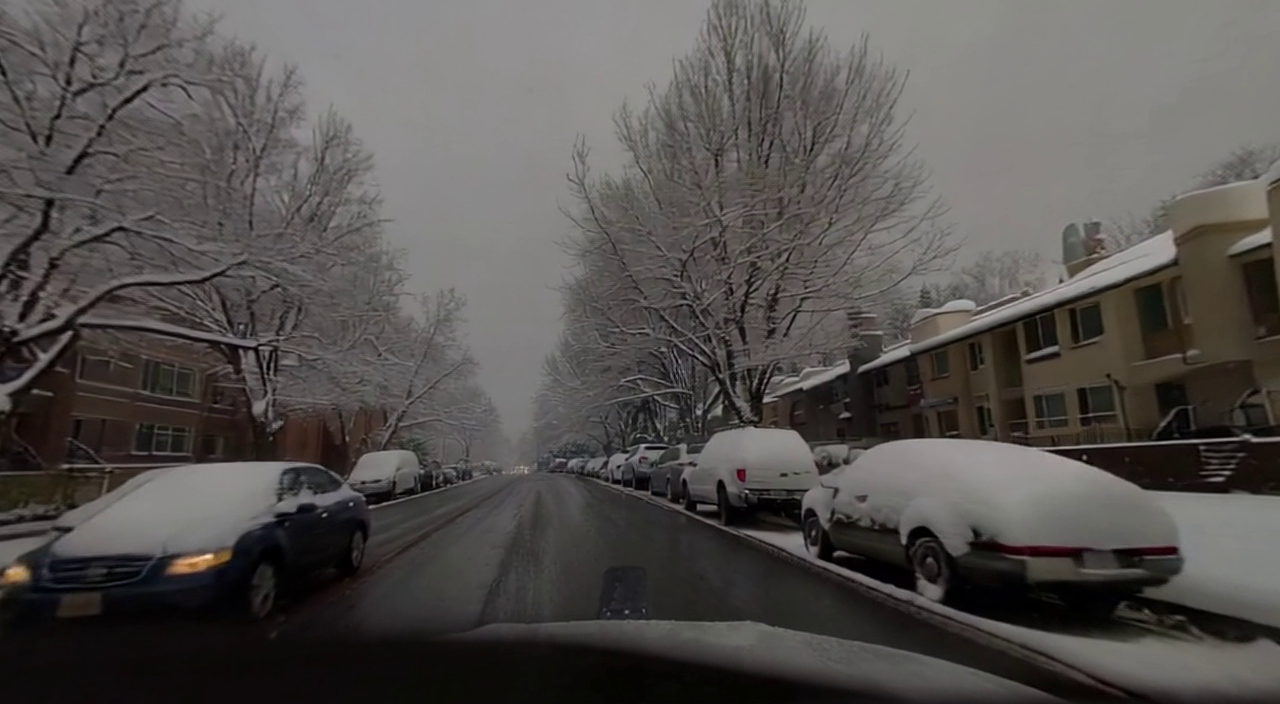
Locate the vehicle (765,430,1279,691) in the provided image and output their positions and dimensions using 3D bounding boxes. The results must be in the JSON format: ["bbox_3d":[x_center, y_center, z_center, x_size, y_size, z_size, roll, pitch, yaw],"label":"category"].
[{"bbox_3d":[2.937,1.603,6.186,1.876,1.538,4.447,1,-9,-9],"label":"vehicle"}]

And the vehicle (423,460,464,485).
[{"bbox_3d":[-12.897,7.903,41.511,1.760,1.418,4.218,0,-9,-6],"label":"vehicle"}]

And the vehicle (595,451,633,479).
[{"bbox_3d":[-1.897,7.856,44.244,2.114,1.787,4.783,1,-9,-9],"label":"vehicle"}]

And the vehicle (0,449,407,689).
[{"bbox_3d":[-3.974,1.755,6.407,1.971,1.476,4.593,1,-9,-7],"label":"vehicle"}]
